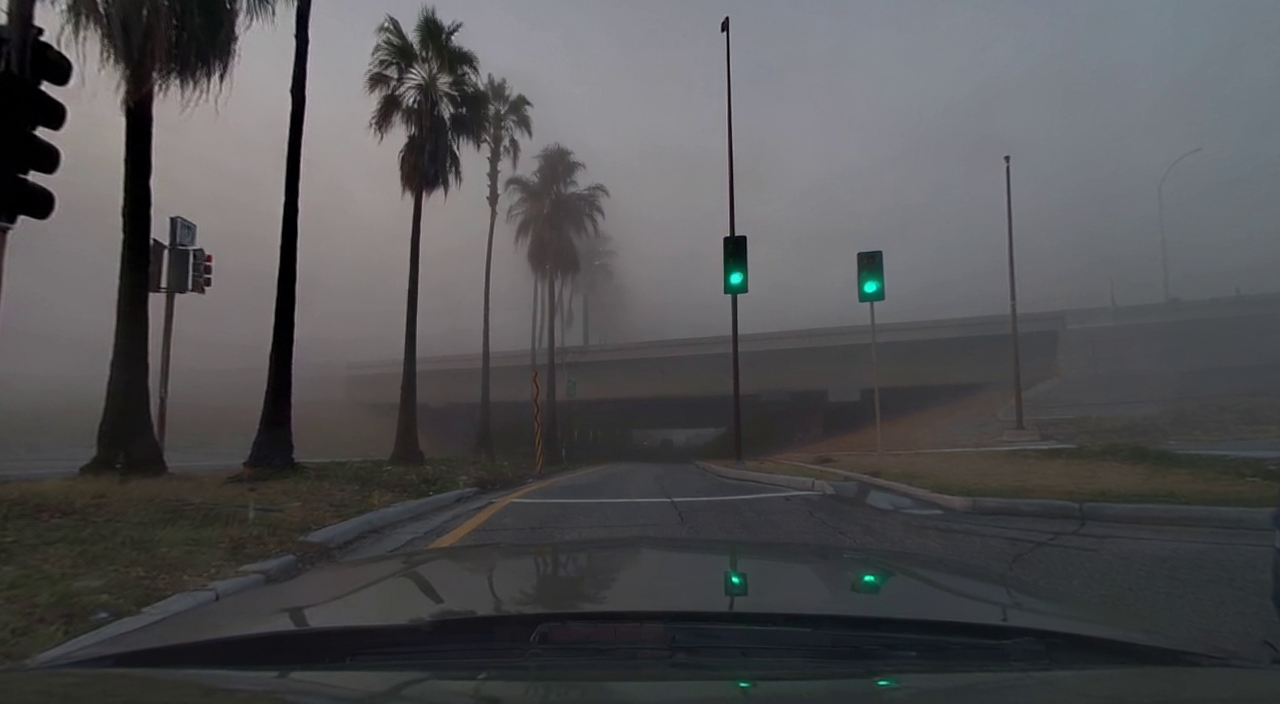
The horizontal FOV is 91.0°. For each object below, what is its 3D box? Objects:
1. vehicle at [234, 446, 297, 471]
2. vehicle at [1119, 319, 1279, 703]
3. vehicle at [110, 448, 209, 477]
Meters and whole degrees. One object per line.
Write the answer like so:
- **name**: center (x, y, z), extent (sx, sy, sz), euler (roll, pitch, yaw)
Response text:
- **vehicle**: center (-26.277, 7.452, 44.365), extent (1.941, 1.631, 4.017), euler (0, -8, 0)
- **vehicle**: center (3.443, 0.518, 0.717), extent (2.028, 1.770, 4.737), euler (0, -8, 0)
- **vehicle**: center (-26.587, 6.114, 35.037), extent (1.830, 1.443, 4.551), euler (0, -8, 2)
